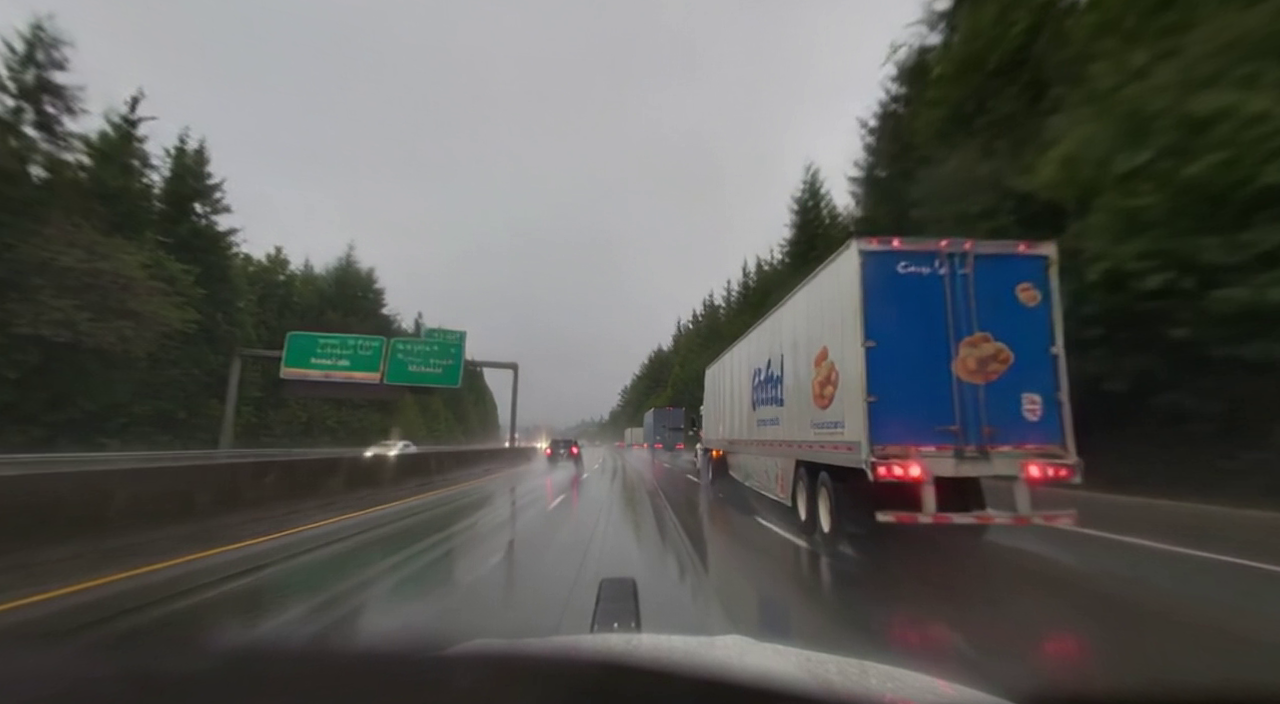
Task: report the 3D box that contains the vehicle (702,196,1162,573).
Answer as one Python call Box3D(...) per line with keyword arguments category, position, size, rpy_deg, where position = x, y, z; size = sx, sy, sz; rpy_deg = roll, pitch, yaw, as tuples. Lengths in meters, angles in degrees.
Box3D(category="vehicle", position=(3.694, 1.178, 13.228), size=(2.948, 4.045, 13.051), rpy_deg=(0, -8, -2))

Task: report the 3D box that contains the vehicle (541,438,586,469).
Box3D(category="vehicle", position=(-4.330, 5.798, 36.282), size=(2.206, 1.644, 4.027), rpy_deg=(0, -8, -2))

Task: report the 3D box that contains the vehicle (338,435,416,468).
Box3D(category="vehicle", position=(-12.691, 4.832, 30.729), size=(2.003, 1.478, 4.416), rpy_deg=(0, -8, -2))
